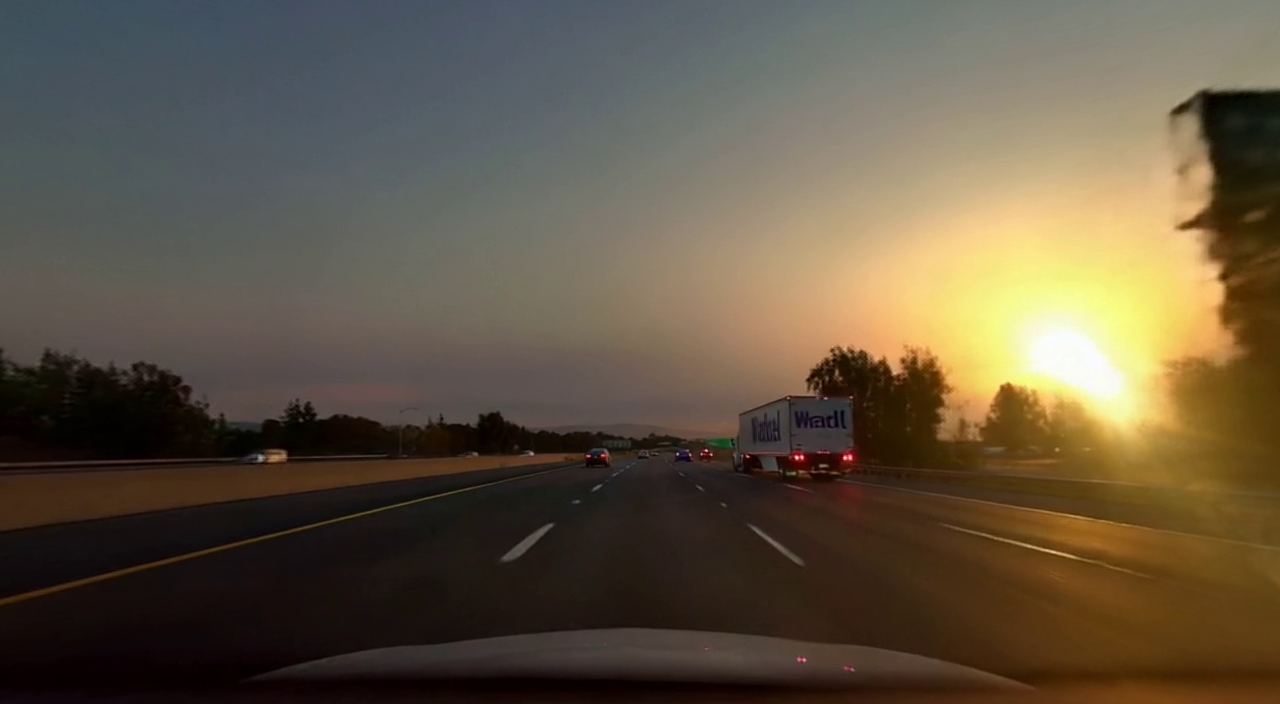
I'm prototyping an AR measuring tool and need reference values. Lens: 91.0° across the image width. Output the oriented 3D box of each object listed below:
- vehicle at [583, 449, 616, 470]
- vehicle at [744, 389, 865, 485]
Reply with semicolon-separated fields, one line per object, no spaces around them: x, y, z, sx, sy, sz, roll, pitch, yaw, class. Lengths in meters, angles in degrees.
-3.066;8.236;48.445;2.164;1.507;4.748;0;-9;1;vehicle
8.442;4.847;35.234;2.912;4.143;15.538;0;-9;1;vehicle
